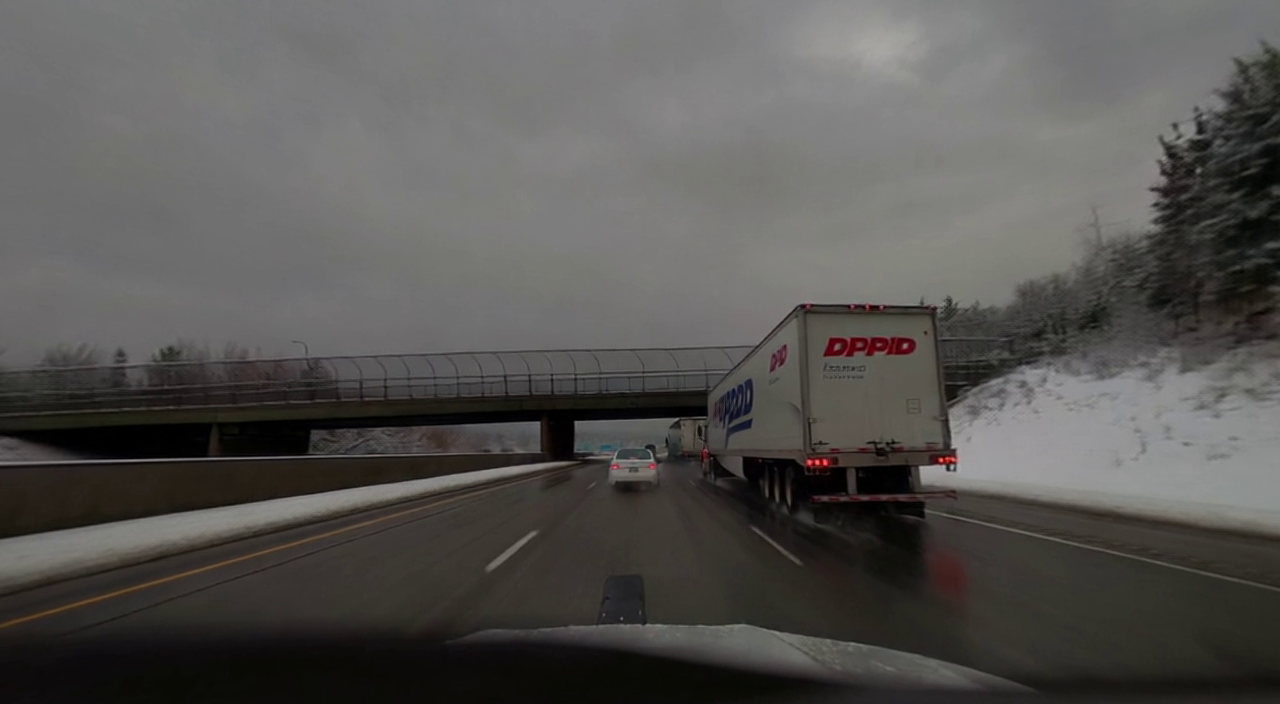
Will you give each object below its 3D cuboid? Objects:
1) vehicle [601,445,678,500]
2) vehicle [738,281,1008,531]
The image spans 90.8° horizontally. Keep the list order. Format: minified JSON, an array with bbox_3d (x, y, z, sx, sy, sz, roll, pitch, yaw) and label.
[{"bbox_3d":[-0.032,3.477,18.584,2.029,1.437,3.794,0,-9,0],"label":"vehicle"},{"bbox_3d":[4.262,1.442,14.103,2.802,3.956,8.291,0,-9,0],"label":"vehicle"}]
